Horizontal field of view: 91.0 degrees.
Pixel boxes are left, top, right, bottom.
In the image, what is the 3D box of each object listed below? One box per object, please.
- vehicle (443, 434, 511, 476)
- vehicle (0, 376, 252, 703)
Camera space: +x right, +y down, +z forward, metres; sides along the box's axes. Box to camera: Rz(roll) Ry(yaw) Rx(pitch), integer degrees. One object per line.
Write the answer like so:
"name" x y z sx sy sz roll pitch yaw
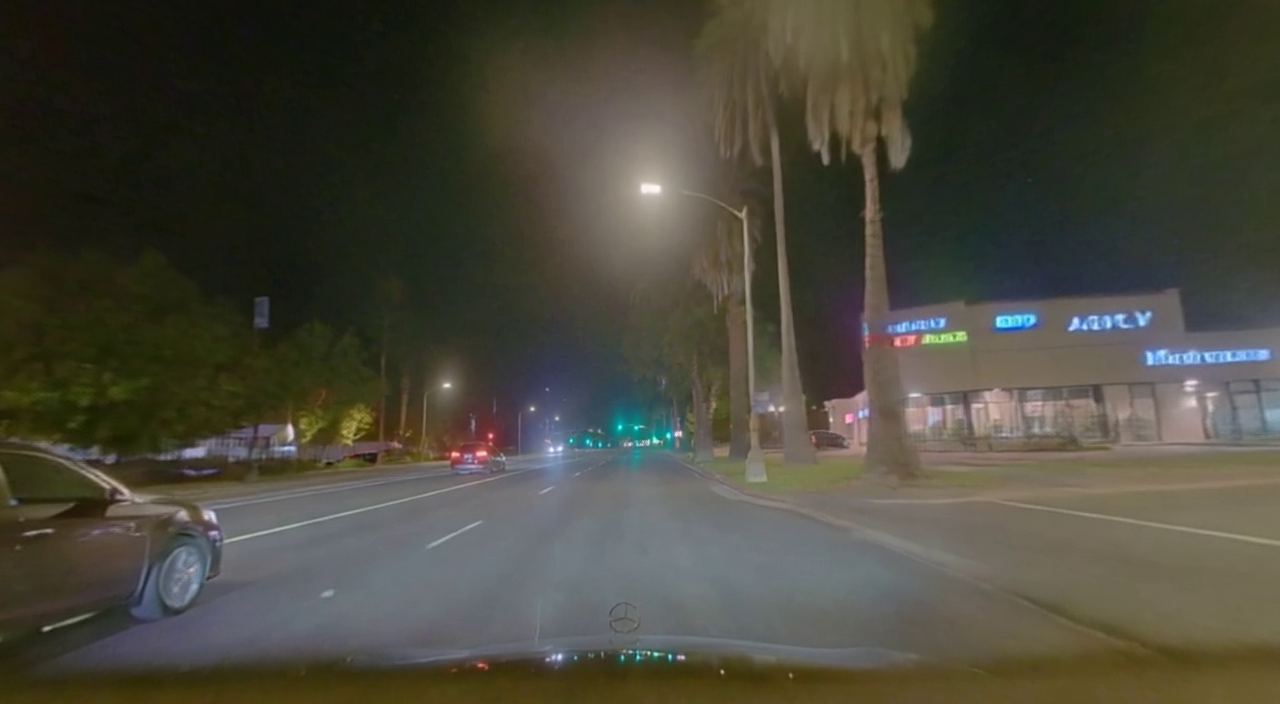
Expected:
"vehicle" -7.722 4.900 30.266 2.136 1.844 4.363 0 -8 0
"vehicle" -4.248 0.945 3.080 2.041 1.666 4.182 0 -8 -1
